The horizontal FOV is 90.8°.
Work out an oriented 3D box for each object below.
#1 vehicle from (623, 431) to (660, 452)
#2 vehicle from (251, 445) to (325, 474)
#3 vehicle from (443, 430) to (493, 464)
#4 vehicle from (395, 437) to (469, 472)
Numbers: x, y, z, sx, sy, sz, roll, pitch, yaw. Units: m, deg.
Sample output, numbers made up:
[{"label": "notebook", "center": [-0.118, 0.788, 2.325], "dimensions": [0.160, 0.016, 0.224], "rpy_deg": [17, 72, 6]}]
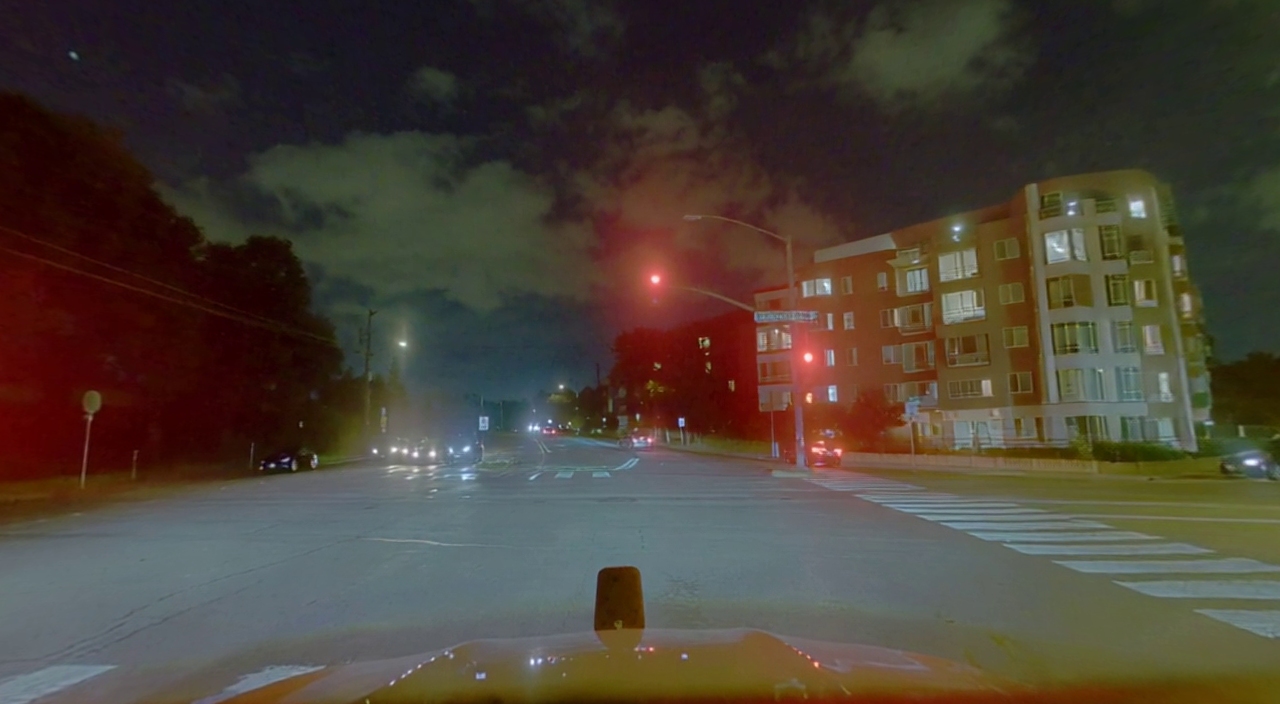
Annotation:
[{"label": "vehicle", "center": [0.039, 6.974, 48.989], "dimensions": [2.073, 1.571, 4.790], "rpy_deg": [2, -9, -10]}, {"label": "vehicle", "center": [-21.091, 6.463, 38.092], "dimensions": [1.981, 1.628, 4.336], "rpy_deg": [0, -9, -1]}, {"label": "vehicle", "center": [-9.777, 5.459, 36.192], "dimensions": [1.910, 1.818, 4.057], "rpy_deg": [0, -9, -3]}, {"label": "vehicle", "center": [-9.688, 4.806, 29.794], "dimensions": [2.116, 1.521, 4.294], "rpy_deg": [0, -9, -1]}]
